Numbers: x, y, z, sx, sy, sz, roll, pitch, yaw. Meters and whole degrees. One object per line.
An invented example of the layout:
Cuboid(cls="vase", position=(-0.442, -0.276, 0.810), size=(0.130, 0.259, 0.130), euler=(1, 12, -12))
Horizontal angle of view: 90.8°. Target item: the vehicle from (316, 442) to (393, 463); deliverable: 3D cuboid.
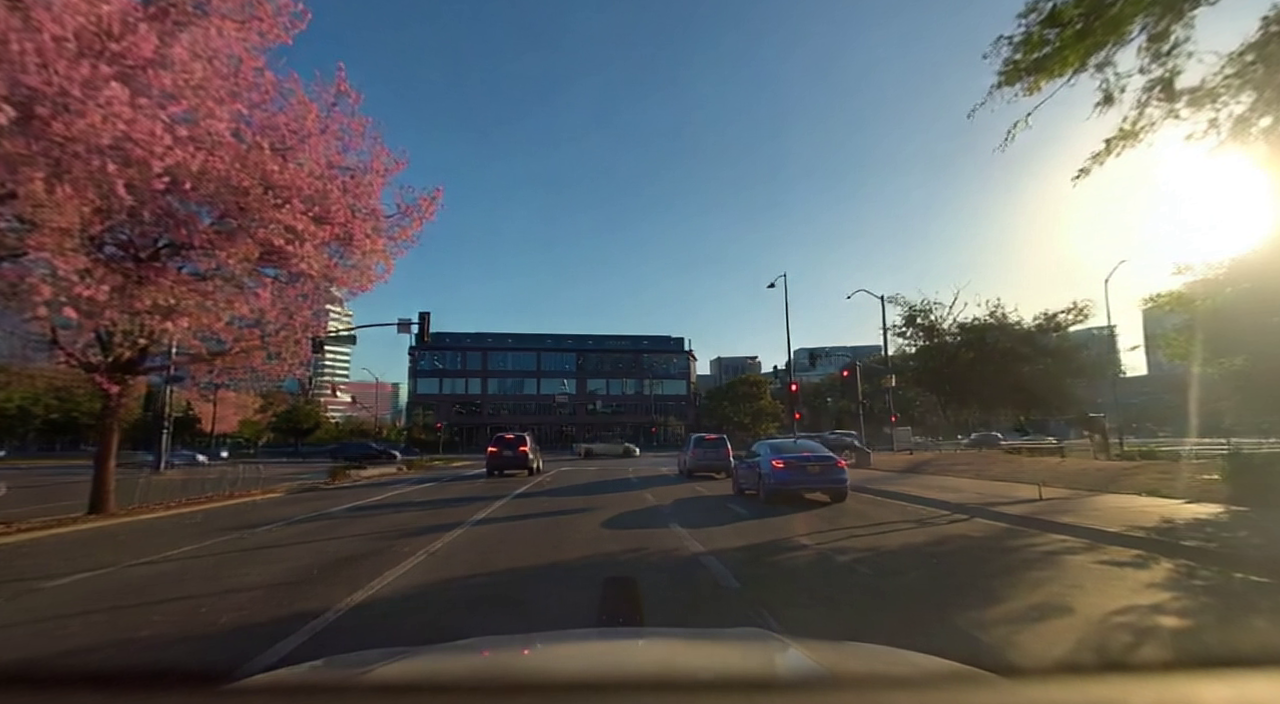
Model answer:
Cuboid(cls="vehicle", position=(-19.937, 7.021, 44.256), size=(4.549, 1.439, 1.794), euler=(0, -9, -4))

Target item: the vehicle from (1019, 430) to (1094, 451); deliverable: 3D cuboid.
Cuboid(cls="vehicle", position=(29.521, 6.297, 44.868), size=(4.097, 1.436, 1.739), euler=(0, -8, -3))

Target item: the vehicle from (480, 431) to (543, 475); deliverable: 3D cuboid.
Cuboid(cls="vehicle", position=(-5.361, 4.278, 26.964), size=(1.995, 1.703, 4.367), euler=(0, -8, -3))

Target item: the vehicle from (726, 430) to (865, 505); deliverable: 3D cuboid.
Cuboid(cls="vehicle", position=(3.546, 2.730, 15.366), size=(2.019, 1.518, 4.285), euler=(0, -9, -4))

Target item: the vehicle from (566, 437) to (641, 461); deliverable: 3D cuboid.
Cuboid(cls="vehicle", position=(-2.418, 6.454, 42.101), size=(4.829, 1.470, 1.874), euler=(0, -8, -4))

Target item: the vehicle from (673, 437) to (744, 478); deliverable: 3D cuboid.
Cuboid(cls="vehicle", position=(2.549, 4.085, 24.707), size=(2.007, 1.466, 4.291), euler=(0, -8, -4))

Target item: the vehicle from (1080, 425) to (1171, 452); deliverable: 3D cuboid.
Cuboid(cls="vehicle", position=(31.629, 5.650, 41.230), size=(4.520, 1.640, 1.825), euler=(0, -9, -4))

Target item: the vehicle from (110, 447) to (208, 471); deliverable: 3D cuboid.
Cuboid(cls="vehicle", position=(-30.474, 6.778, 40.124), size=(4.526, 1.452, 1.920), euler=(0, -8, -4))
